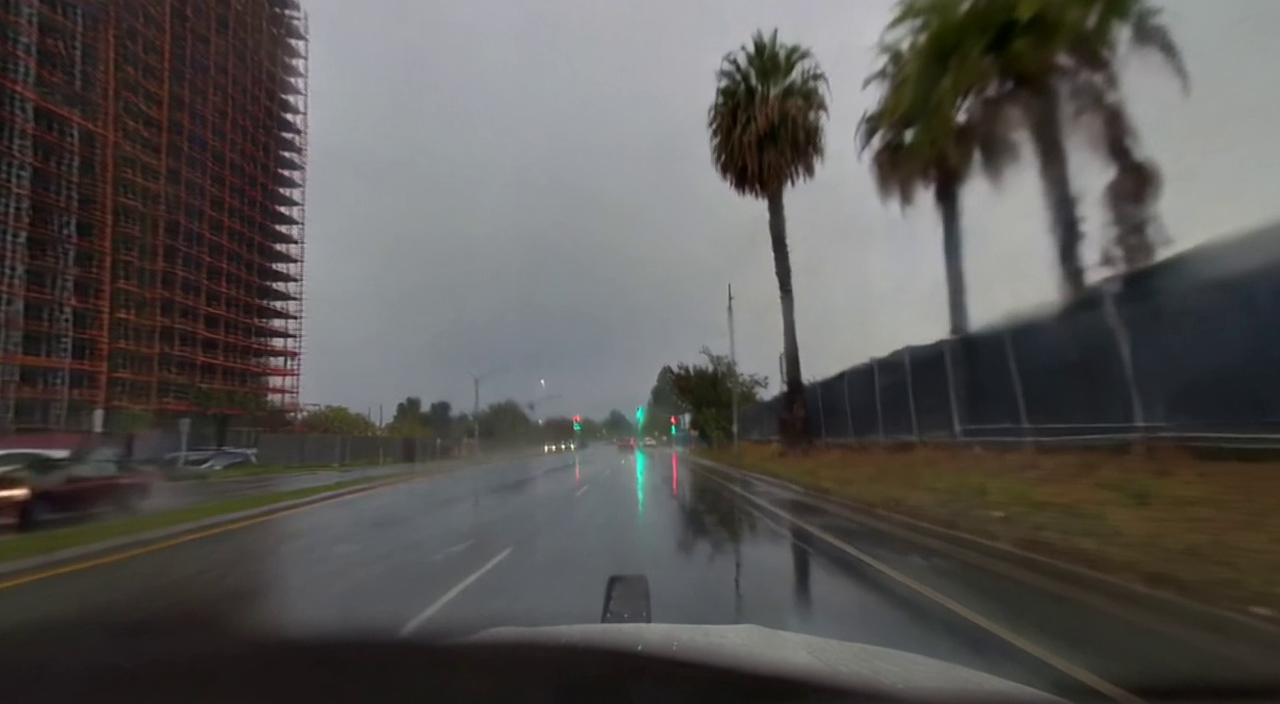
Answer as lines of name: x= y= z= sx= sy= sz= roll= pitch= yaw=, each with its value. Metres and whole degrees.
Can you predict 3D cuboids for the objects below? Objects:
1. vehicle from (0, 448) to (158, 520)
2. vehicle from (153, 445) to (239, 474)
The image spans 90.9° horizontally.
vehicle: x=-14.745 y=3.128 z=15.522 sx=2.113 sy=1.478 sz=4.828 roll=0 pitch=-8 yaw=-3
vehicle: x=-29.528 y=7.117 z=42.186 sx=2.213 sy=1.795 sz=5.964 roll=1 pitch=-8 yaw=-9
